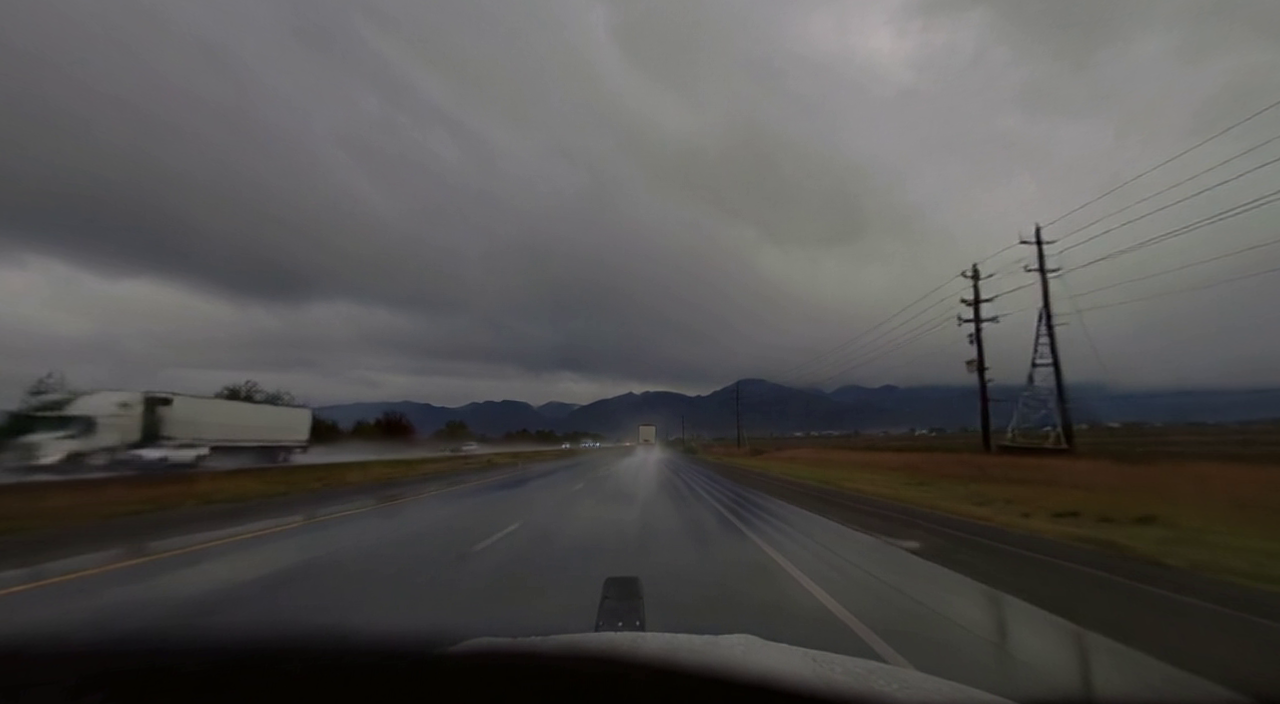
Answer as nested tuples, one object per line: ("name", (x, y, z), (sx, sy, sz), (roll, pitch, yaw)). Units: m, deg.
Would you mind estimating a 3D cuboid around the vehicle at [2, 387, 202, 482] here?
("vehicle", (-25.157, 3.972, 30.131), (3.029, 3.979, 7.032), (0, -8, 1))
